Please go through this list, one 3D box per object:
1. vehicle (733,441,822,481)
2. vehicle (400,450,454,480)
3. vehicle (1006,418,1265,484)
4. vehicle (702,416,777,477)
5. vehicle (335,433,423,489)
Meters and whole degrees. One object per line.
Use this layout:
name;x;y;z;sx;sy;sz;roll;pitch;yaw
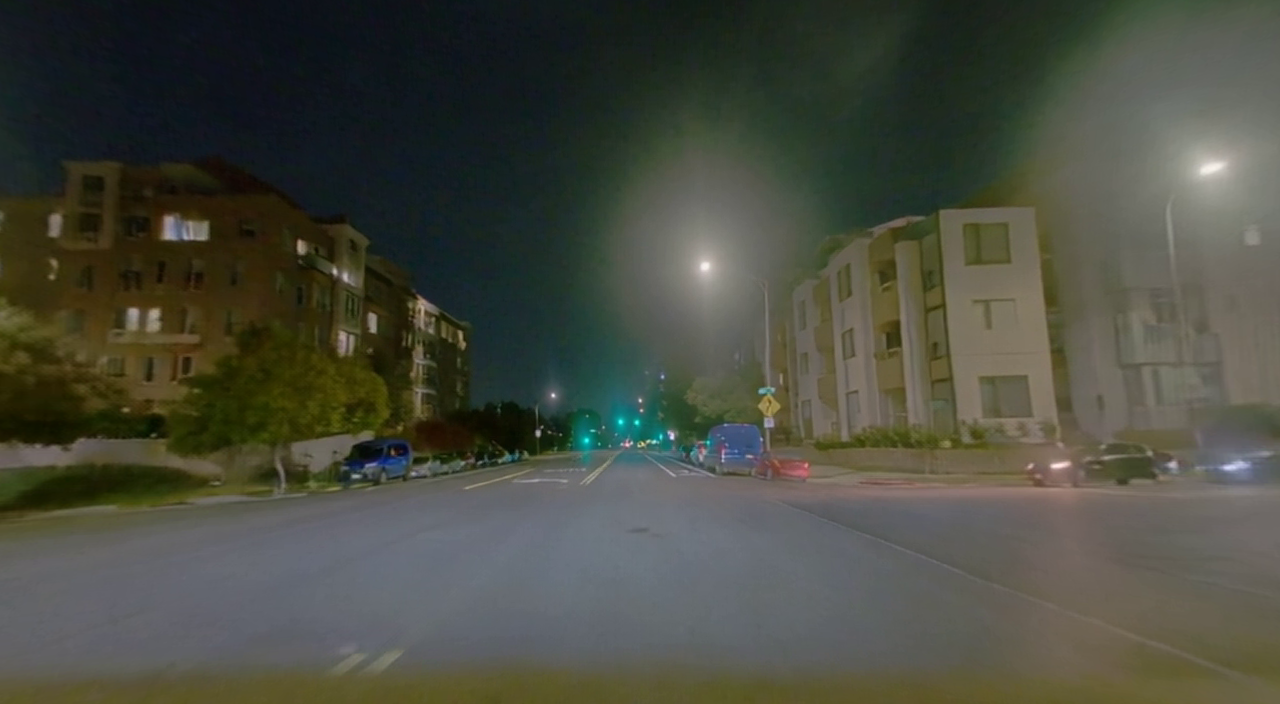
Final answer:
vehicle;5.440;4.363;25.597;1.848;1.468;4.332;2;-9;-12
vehicle;-12.601;6.676;37.601;1.892;1.472;4.523;-3;-7;-3
vehicle;15.106;3.059;19.623;5.930;1.907;2.348;0;-8;2
vehicle;4.698;4.647;31.083;2.414;2.670;5.833;1;-8;-3
vehicle;-12.800;5.303;31.421;2.164;2.386;5.460;-2;-7;-1
